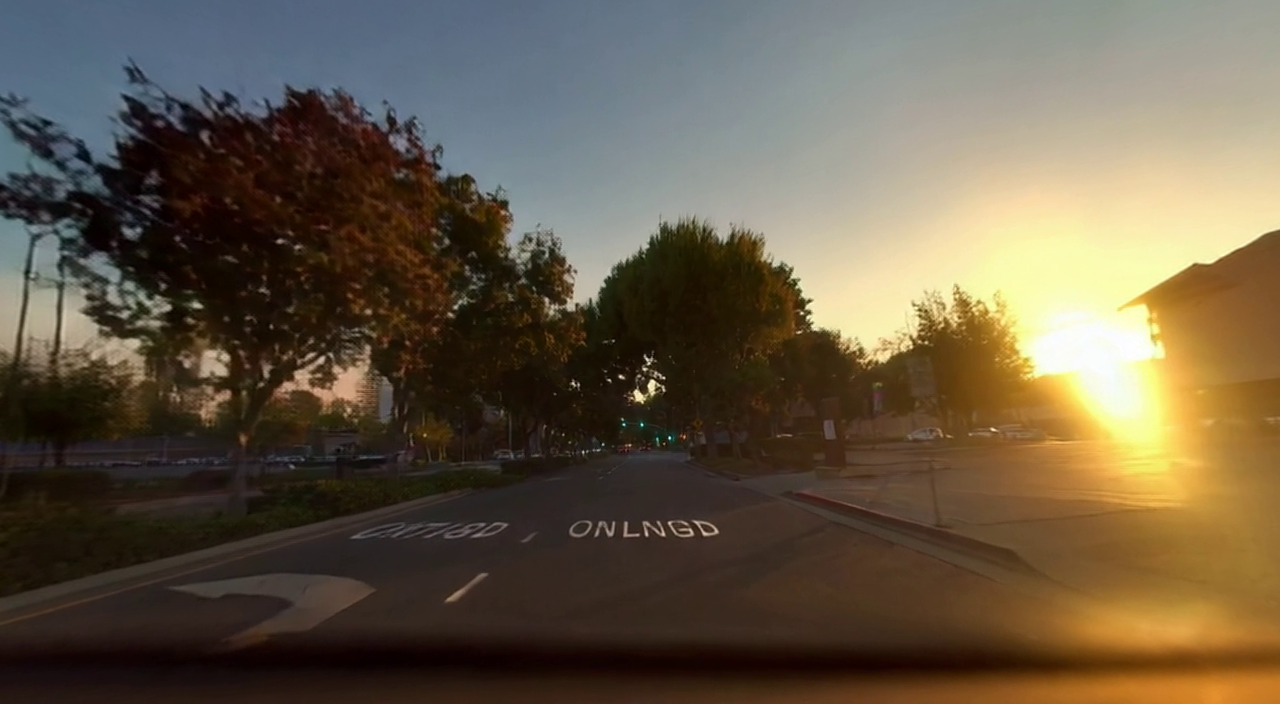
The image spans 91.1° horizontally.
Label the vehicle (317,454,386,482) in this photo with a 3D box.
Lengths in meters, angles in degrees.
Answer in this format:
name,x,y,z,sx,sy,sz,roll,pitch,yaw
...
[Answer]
name,x,y,z,sx,sy,sz,roll,pitch,yaw
vehicle,-17.394,6.987,38.084,1.861,1.541,4.530,0,-9,3
